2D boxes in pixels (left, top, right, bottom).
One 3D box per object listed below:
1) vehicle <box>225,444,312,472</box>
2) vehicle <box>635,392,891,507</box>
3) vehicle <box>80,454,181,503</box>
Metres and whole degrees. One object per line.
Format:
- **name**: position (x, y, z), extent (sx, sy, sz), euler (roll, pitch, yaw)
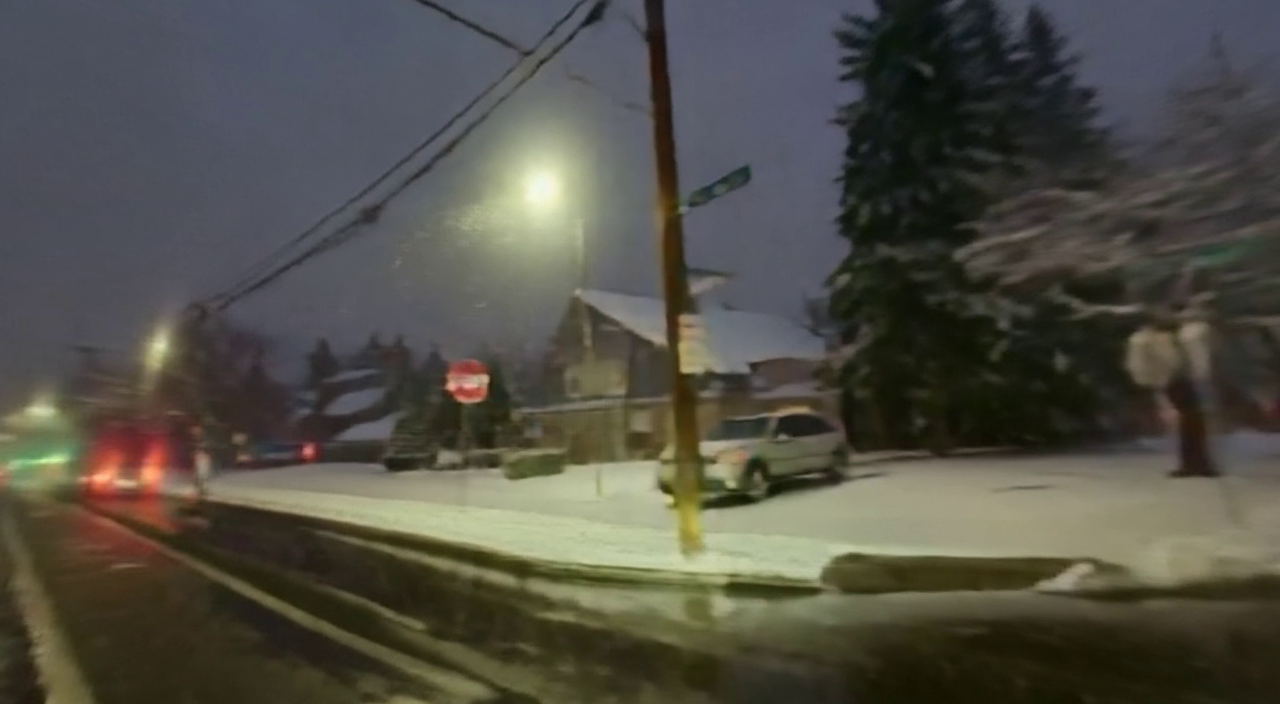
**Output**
- **vehicle**: position (-21.202, 6.013, 36.023), extent (1.855, 1.512, 3.827), euler (-8, -11, 42)
- **vehicle**: position (2.873, 1.889, 13.448), extent (5.980, 1.915, 2.286), euler (4, -8, -44)
- **vehicle**: position (-18.799, 4.562, 23.192), extent (4.578, 1.524, 1.979), euler (-7, -11, 41)
